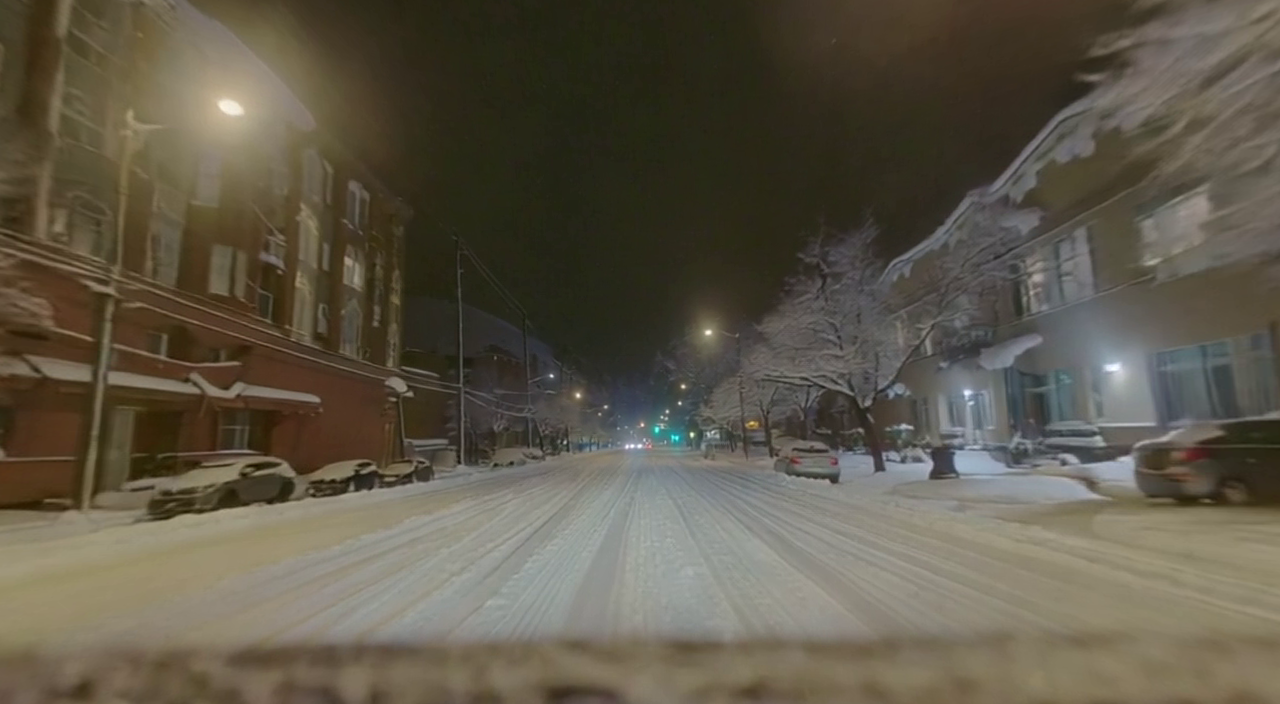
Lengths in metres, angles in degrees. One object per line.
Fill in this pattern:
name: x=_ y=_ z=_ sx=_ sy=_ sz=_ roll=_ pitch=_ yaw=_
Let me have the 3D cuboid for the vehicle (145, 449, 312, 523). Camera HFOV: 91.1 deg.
vehicle: x=-11.920 y=3.853 z=18.650 sx=1.979 sy=1.759 sz=4.435 roll=-4 pitch=-9 yaw=0

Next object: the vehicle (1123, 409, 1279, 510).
vehicle: x=12.750 y=2.049 z=12.239 sx=4.823 sy=1.763 sz=2.161 roll=0 pitch=-8 yaw=0

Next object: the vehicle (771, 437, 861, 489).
vehicle: x=6.721 y=4.274 z=24.663 sx=2.078 sy=1.766 sz=5.474 roll=-1 pitch=-8 yaw=1

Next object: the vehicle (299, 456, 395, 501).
vehicle: x=-11.815 y=5.078 z=25.702 sx=1.876 sy=1.502 sz=4.506 roll=-3 pitch=-9 yaw=-1
